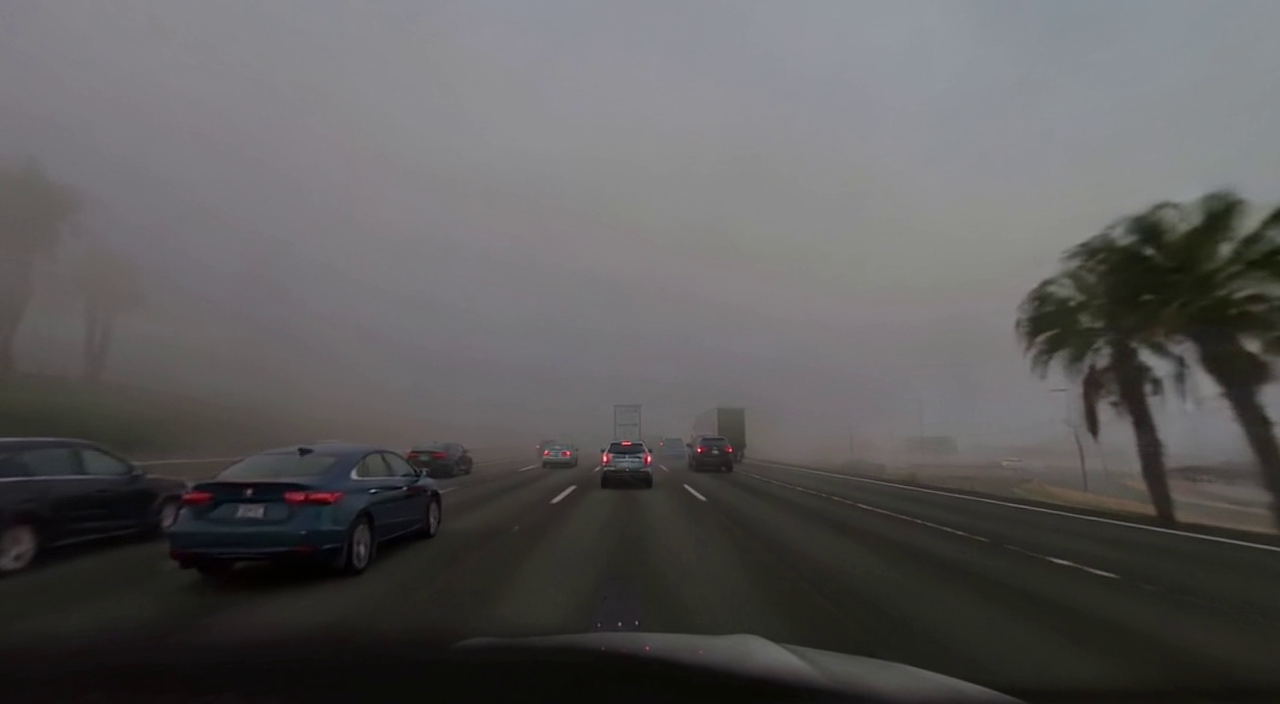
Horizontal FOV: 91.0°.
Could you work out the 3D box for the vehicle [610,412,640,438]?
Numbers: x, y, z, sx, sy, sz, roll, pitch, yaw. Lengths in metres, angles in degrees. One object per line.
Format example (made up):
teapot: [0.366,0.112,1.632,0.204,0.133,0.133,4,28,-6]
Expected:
vehicle: [-1.174,5.679,48.484,2.206,1.803,4.569,0,-8,-1]

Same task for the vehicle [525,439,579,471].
vehicle: [-4.149,4.944,30.385,1.998,1.423,4.436,0,-8,-1]

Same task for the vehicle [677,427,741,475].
vehicle: [2.891,4.269,27.382,2.173,1.870,4.499,0,-8,-1]

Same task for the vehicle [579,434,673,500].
vehicle: [-0.319,2.886,16.218,2.136,1.470,3.971,0,-8,0]

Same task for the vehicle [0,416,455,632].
vehicle: [-3.677,1.518,6.658,2.064,1.475,4.489,0,-8,0]
